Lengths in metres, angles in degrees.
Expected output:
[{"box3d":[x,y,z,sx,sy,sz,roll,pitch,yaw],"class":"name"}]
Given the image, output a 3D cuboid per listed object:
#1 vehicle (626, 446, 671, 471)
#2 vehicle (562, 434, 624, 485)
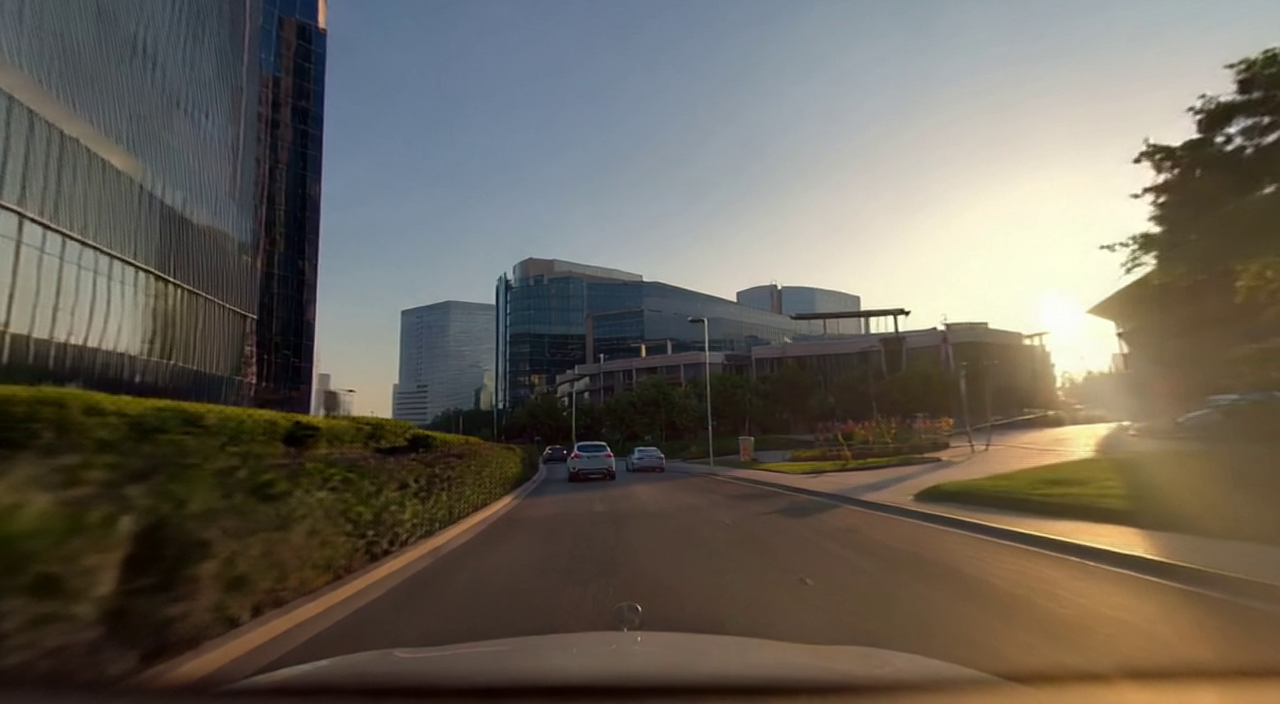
[{"box3d":[0.474,6.783,40.430,2.116,1.506,4.355,2,-9,-10],"class":"vehicle"},{"box3d":[-1.908,4.176,24.688,2.173,1.761,4.374,1,-9,-6],"class":"vehicle"}]
